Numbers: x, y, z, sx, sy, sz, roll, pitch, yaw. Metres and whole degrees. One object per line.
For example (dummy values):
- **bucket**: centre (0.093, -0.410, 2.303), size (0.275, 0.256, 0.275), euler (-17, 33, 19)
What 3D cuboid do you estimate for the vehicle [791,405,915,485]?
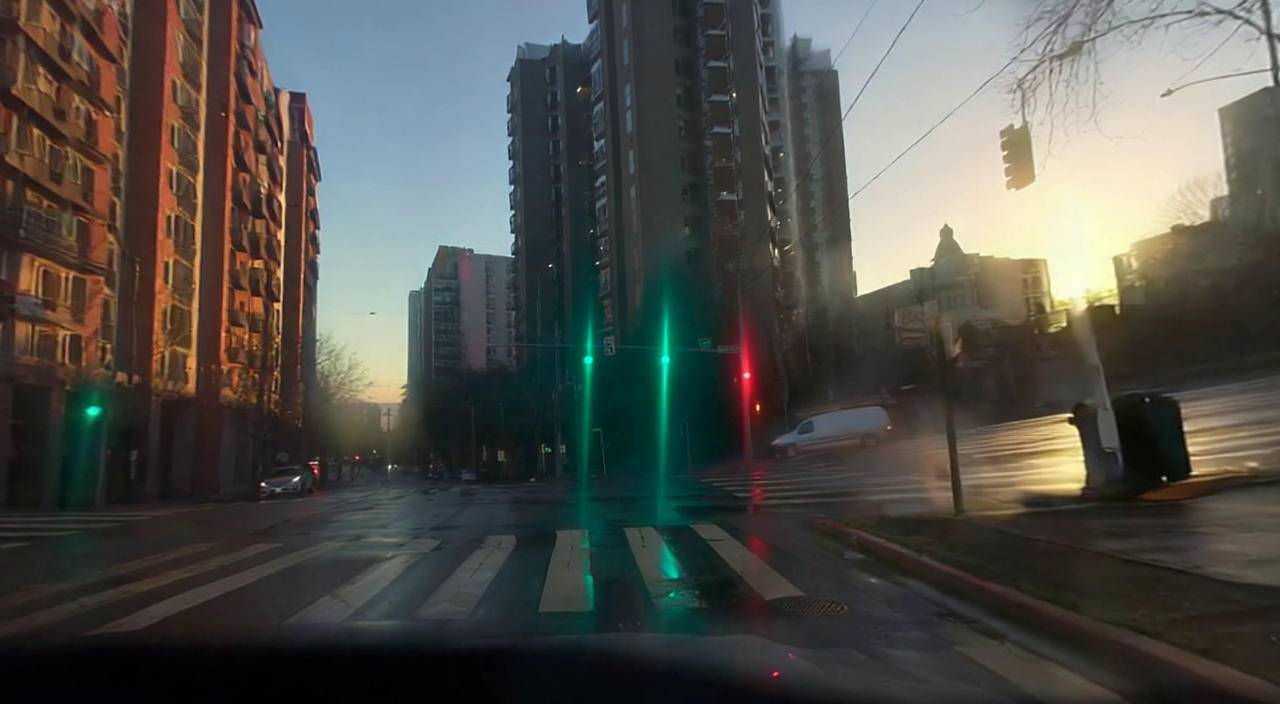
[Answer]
- **vehicle**: centre (9.689, 4.170, 28.106), size (2.948, 3.071, 7.295), euler (-6, -11, 36)

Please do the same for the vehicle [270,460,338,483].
- **vehicle**: centre (-24.667, 8.791, 46.291), size (3.882, 1.600, 1.768), euler (0, -9, 2)
